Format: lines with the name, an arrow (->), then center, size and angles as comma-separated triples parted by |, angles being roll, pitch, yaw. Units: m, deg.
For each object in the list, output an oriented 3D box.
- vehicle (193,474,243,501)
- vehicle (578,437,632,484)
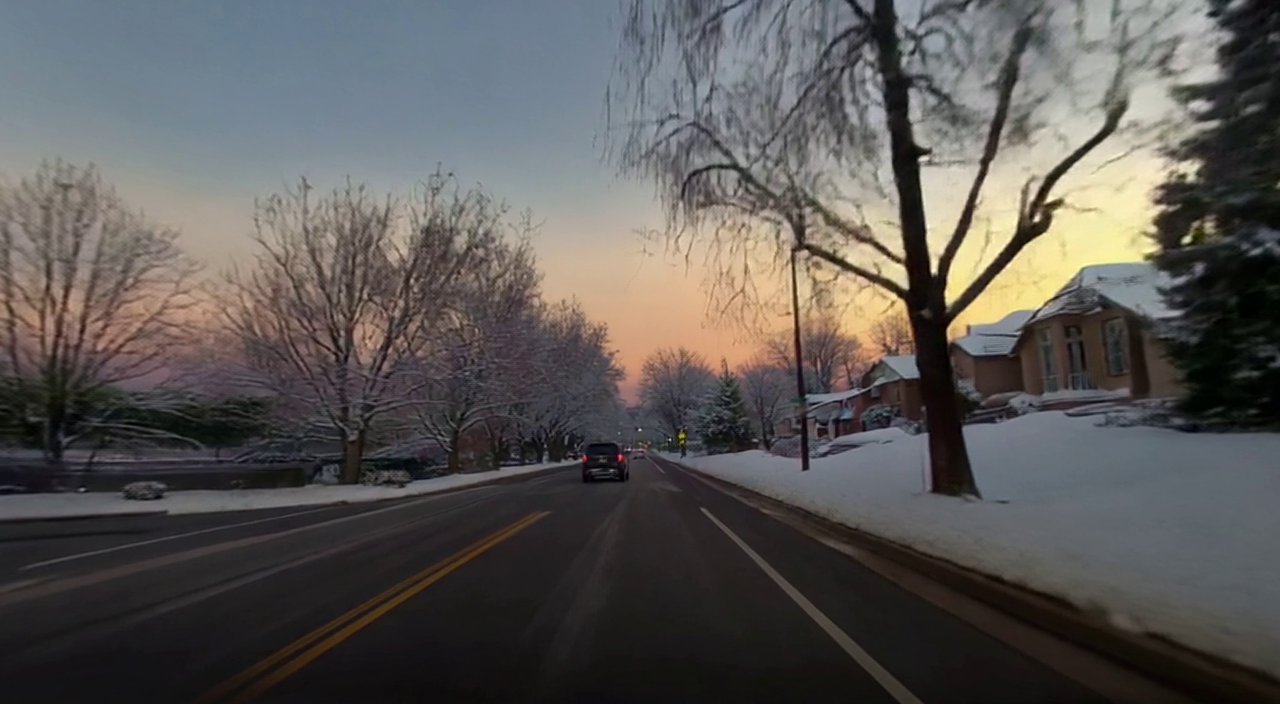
vehicle -> -30.000, 9.602, 45.027 | 1.926, 1.552, 4.355 | 3, -9, -21
vehicle -> -1.539, 5.011, 29.528 | 2.210, 2.023, 4.663 | 0, -9, 1
